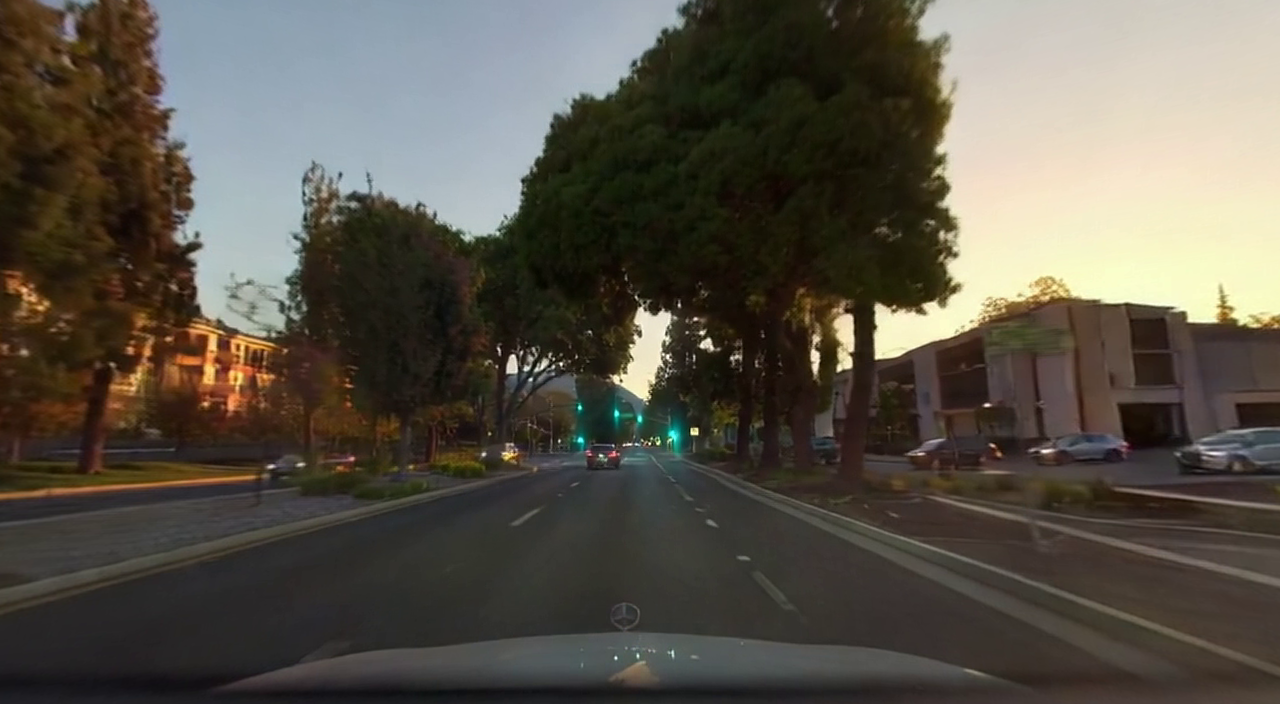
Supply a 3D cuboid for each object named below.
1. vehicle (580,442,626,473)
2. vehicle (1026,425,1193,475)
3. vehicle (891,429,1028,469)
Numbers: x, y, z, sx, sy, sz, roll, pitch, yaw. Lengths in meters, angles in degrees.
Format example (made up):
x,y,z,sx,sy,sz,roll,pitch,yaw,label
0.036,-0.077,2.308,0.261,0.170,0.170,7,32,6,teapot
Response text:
x,y,z,sx,sy,sz,roll,pitch,yaw,label
-1.855,5.510,33.307,2.011,1.498,4.914,0,-9,2,vehicle
16.756,3.496,22.690,4.564,1.663,2.033,1,-9,-8,vehicle
15.464,4.706,30.701,5.604,1.833,2.128,1,-9,-8,vehicle
